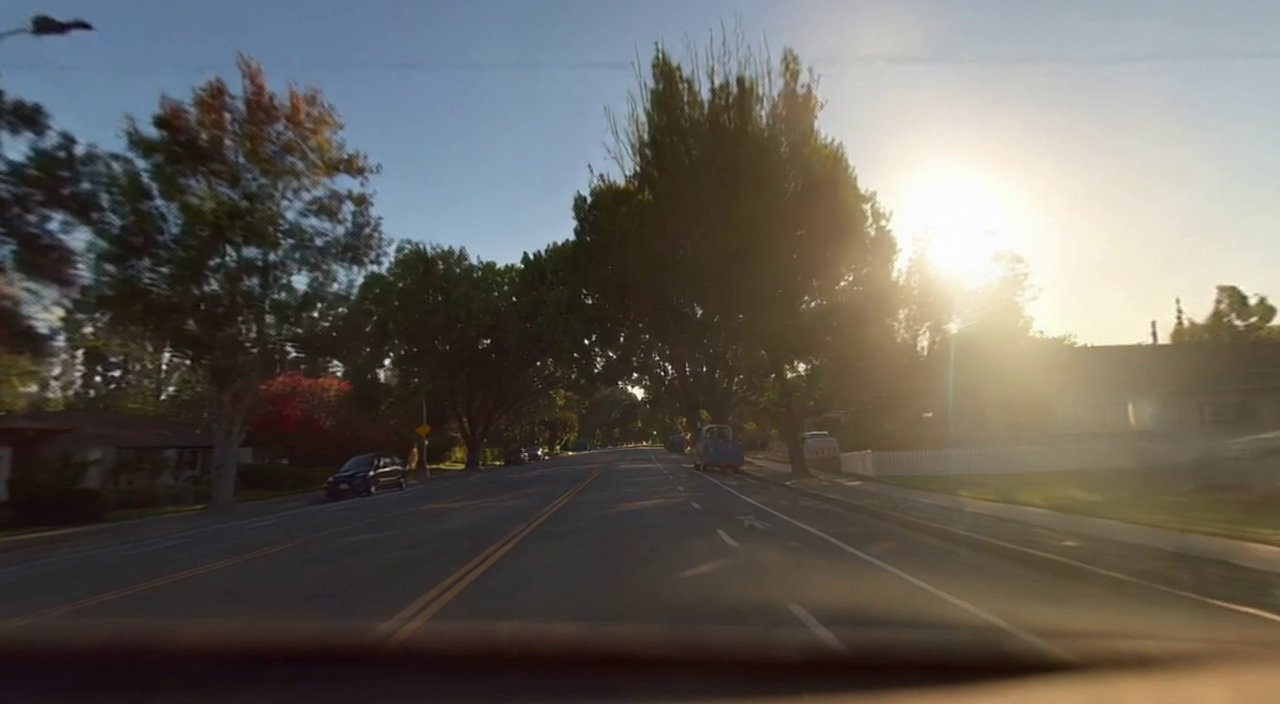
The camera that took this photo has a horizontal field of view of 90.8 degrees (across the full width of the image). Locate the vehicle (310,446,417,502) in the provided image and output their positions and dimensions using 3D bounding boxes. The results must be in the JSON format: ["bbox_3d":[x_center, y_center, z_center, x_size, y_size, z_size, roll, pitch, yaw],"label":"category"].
[{"bbox_3d":[-11.248,4.921,26.135,2.301,1.855,4.983,-5,-8,-2],"label":"vehicle"}]

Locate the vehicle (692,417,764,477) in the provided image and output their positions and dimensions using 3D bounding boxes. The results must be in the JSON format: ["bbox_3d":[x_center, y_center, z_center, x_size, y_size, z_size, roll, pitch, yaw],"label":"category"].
[{"bbox_3d":[3.882,4.390,29.165,2.459,2.452,5.731,1,-8,-1],"label":"vehicle"}]
